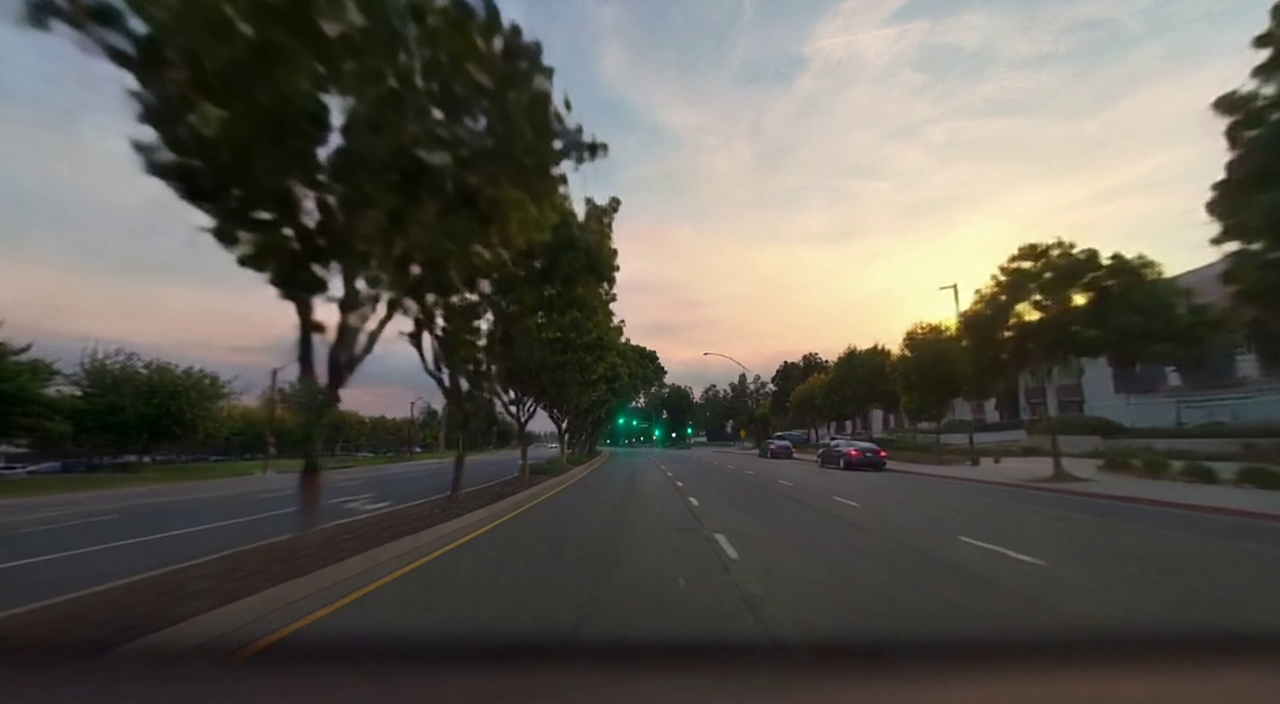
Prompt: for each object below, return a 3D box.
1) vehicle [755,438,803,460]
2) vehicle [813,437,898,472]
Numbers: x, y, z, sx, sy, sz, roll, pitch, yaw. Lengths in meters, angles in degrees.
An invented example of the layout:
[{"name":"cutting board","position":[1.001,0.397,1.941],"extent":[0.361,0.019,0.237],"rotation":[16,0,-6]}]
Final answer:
[{"name":"vehicle","position":[10.471,7.343,47.785],"extent":[2.034,1.551,5.228],"rotation":[1,-8,-5]},{"name":"vehicle","position":[10.443,4.985,31.052],"extent":[2.109,1.533,5.664],"rotation":[0,-8,-1]}]
